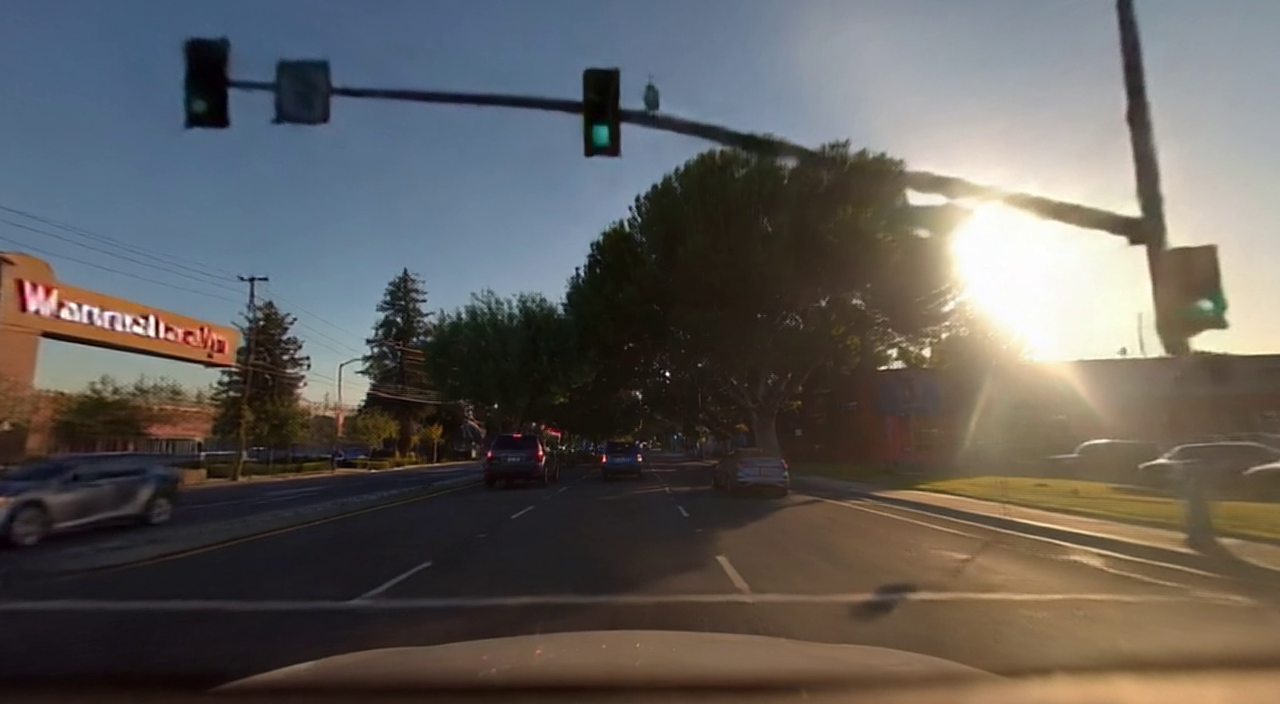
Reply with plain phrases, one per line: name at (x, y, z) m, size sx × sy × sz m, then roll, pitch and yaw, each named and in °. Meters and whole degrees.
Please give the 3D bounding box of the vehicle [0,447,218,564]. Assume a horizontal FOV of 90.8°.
vehicle at (-9.190, 2.328, 10.176) m, size 1.867 × 1.427 × 4.371 m, roll -3°, pitch -8°, yaw -1°

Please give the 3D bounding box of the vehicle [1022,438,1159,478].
vehicle at (18.528, 4.357, 26.129) m, size 4.107 × 1.540 × 1.994 m, roll 0°, pitch -9°, yaw -1°

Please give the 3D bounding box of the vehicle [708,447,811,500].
vehicle at (3.593, 3.729, 19.916) m, size 2.207 × 1.447 × 4.418 m, roll 0°, pitch -9°, yaw -2°

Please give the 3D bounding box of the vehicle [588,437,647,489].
vehicle at (-0.804, 4.196, 24.206) m, size 2.061 × 1.809 × 4.141 m, roll 0°, pitch -8°, yaw 0°

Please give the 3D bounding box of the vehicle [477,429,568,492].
vehicle at (-4.113, 3.920, 23.241) m, size 2.252 × 1.999 × 5.605 m, roll 0°, pitch -8°, yaw 0°

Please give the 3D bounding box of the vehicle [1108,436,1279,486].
vehicle at (18.395, 3.586, 20.926) m, size 4.216 × 1.562 × 1.946 m, roll 0°, pitch -9°, yaw -2°
